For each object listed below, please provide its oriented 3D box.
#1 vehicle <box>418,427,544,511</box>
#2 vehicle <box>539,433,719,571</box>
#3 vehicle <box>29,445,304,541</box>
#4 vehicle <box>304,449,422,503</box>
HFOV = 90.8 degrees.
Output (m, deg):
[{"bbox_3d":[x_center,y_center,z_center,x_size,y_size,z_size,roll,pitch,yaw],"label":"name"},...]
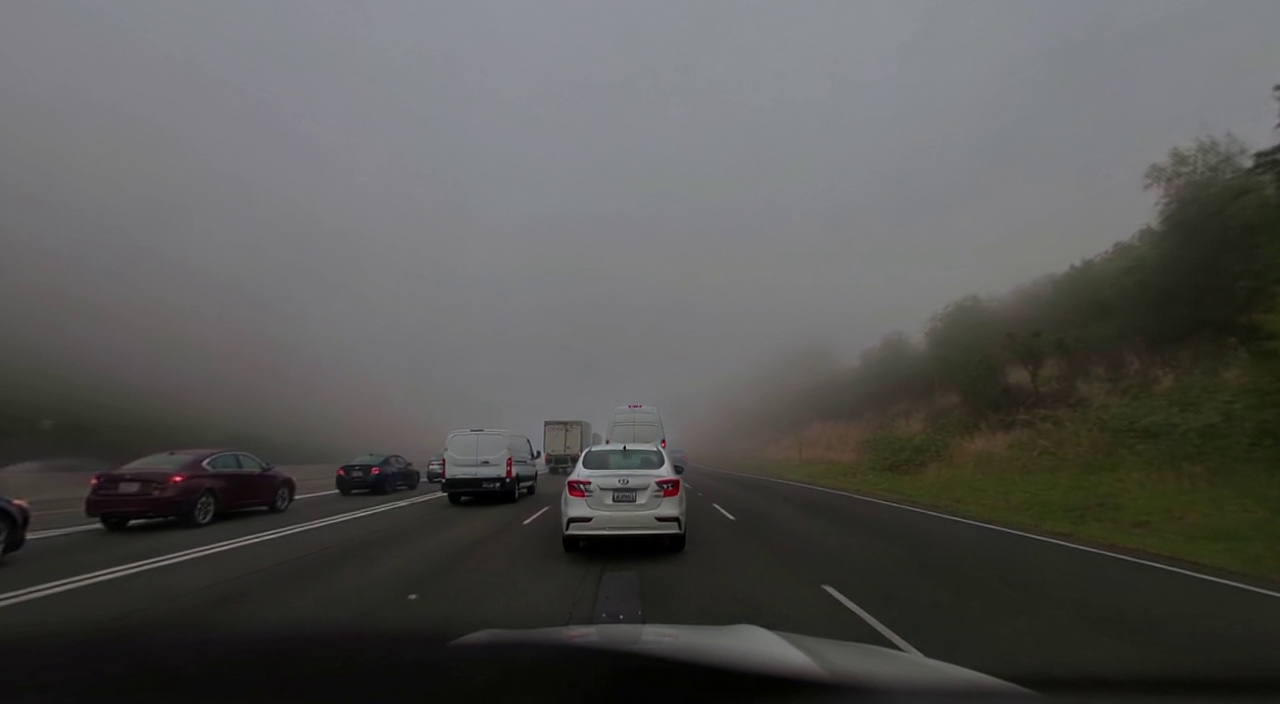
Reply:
[{"bbox_3d":[-4.071,3.095,17.088,2.055,1.913,4.584,-1,-9,2],"label":"vehicle"},{"bbox_3d":[-0.146,1.939,8.786,1.995,1.495,3.380,0,-9,-1],"label":"vehicle"},{"bbox_3d":[-8.711,2.585,12.260,1.884,1.484,4.389,-1,-9,1],"label":"vehicle"},{"bbox_3d":[-8.396,3.767,19.558,1.826,1.465,3.916,-1,-9,1],"label":"vehicle"}]
